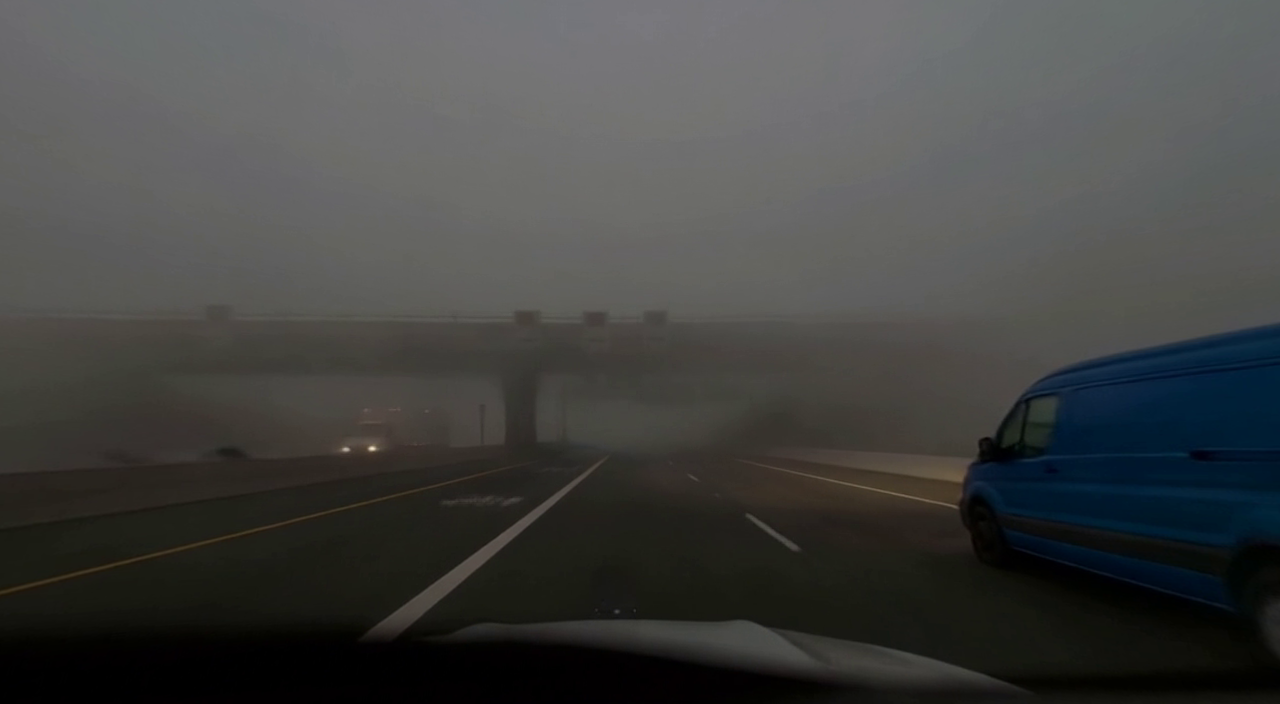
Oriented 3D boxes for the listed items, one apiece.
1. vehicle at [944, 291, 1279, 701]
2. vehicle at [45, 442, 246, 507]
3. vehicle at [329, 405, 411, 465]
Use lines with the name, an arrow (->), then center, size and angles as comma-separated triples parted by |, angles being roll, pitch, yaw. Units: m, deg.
vehicle -> 4.220, 0.826, 3.983 | 2.161, 2.002, 4.631 | 0, -8, -1
vehicle -> -13.361, 3.284, 17.469 | 1.923, 1.526, 4.507 | -1, -8, 0
vehicle -> -18.991, 5.893, 44.670 | 3.000, 3.921, 5.758 | -1, -8, 2
